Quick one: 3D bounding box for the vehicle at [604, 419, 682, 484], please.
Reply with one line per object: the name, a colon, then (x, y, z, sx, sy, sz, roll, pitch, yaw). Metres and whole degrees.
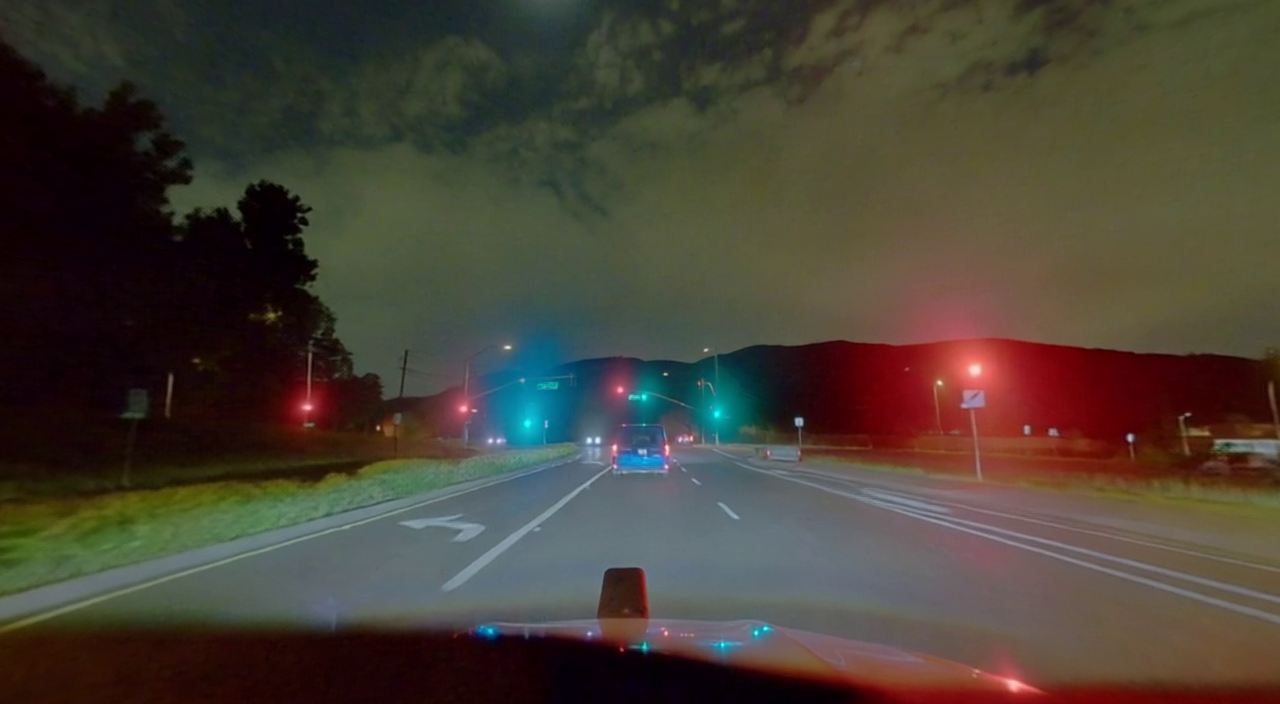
vehicle: (0.105, 3.117, 19.942, 2.185, 1.822, 4.391, 0, -8, 1)

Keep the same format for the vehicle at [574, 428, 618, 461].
vehicle: (-2.480, 5.346, 36.550, 2.131, 1.783, 4.540, 0, -8, 1)

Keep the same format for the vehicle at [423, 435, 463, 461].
vehicle: (-12.020, 5.898, 38.731, 1.991, 1.469, 4.596, 2, -9, -13)
